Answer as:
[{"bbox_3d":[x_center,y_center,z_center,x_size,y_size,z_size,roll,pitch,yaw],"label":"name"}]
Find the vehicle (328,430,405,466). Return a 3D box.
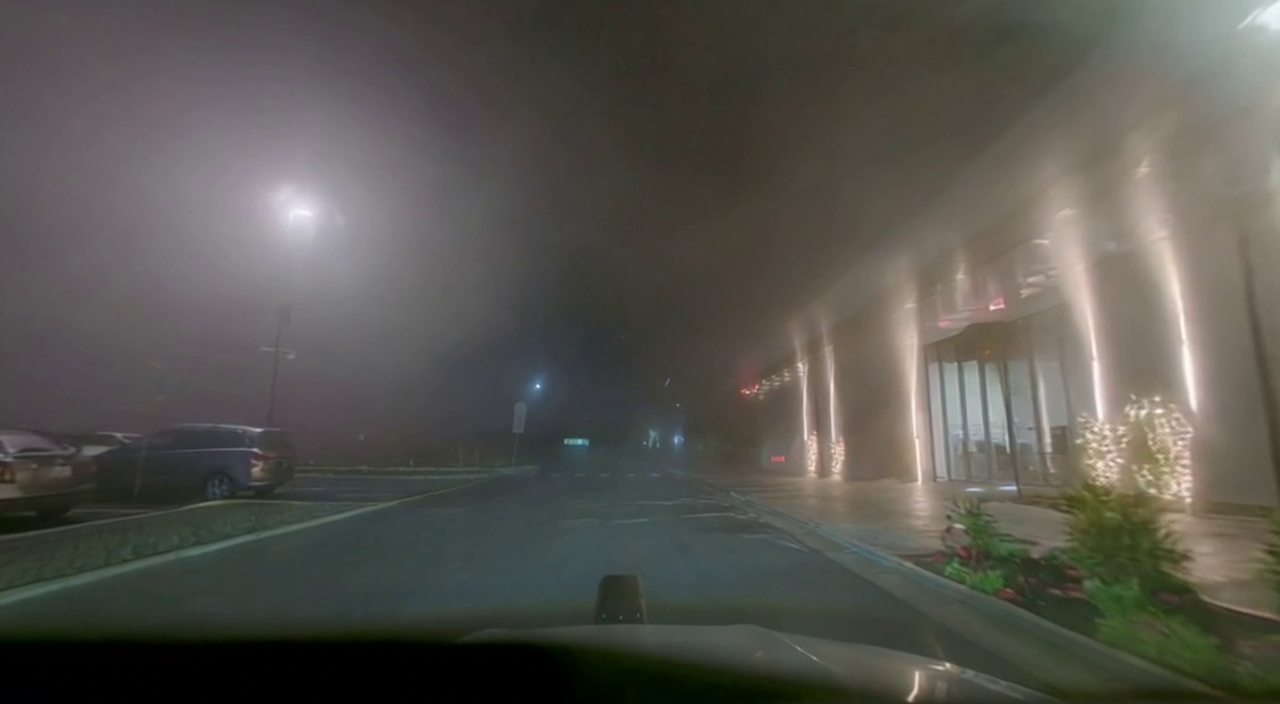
[{"bbox_3d":[-13.133,4.648,30.633,1.892,1.597,4.259,0,-9,-2],"label":"vehicle"}]

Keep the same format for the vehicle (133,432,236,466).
[{"bbox_3d":[-21.532,4.600,30.075,1.909,1.474,3.908,0,-9,2],"label":"vehicle"}]

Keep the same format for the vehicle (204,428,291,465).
[{"bbox_3d":[-18.782,4.544,30.422,1.902,1.645,3.903,1,-8,-5],"label":"vehicle"}]

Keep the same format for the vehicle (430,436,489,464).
[{"bbox_3d":[-10.397,5.664,36.798,1.891,1.464,4.646,2,-8,2],"label":"vehicle"}]

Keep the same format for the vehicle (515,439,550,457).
[{"bbox_3d":[-8.350,7.474,49.407,1.898,1.335,3.869,0,-9,2],"label":"vehicle"}]

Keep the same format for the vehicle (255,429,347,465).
[{"bbox_3d":[-16.072,4.545,30.226,1.928,1.613,4.197,0,-9,2],"label":"vehicle"}]

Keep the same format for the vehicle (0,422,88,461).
[{"bbox_3d":[-29.535,4.333,30.375,1.842,1.713,4.411,0,-9,2],"label":"vehicle"}]

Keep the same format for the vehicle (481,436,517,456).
[{"bbox_3d":[-10.784,7.214,48.469,1.968,1.473,4.493,1,-9,-3],"label":"vehicle"}]

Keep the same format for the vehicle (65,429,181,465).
[{"bbox_3d":[-24.501,4.516,30.152,1.773,1.498,4.085,3,-8,5],"label":"vehicle"}]
